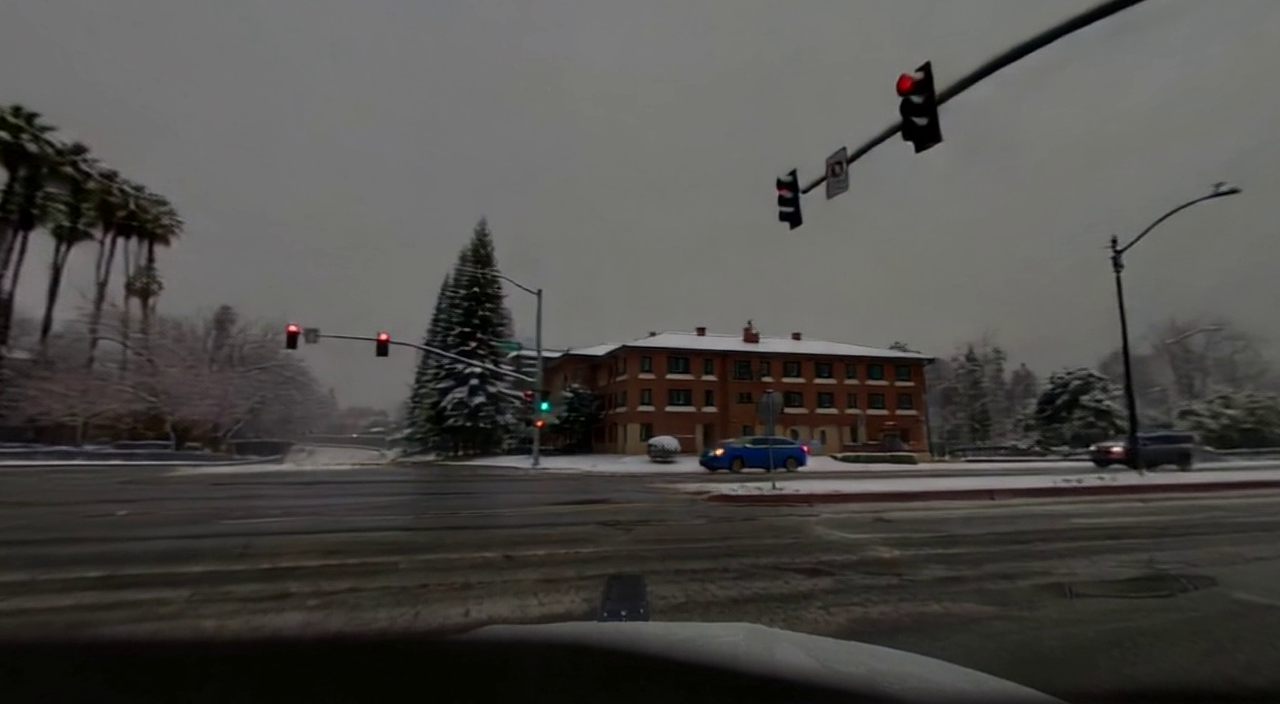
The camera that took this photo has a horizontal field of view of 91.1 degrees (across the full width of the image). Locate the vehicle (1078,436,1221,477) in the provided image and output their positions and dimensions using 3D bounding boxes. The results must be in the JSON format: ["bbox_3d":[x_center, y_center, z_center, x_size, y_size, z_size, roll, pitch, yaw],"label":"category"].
[{"bbox_3d":[25.390,5.186,31.358,5.841,1.890,2.273,2,-9,-13],"label":"vehicle"}]

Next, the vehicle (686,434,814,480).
[{"bbox_3d":[4.523,4.344,26.125,4.820,1.751,2.050,2,-9,-15],"label":"vehicle"}]
